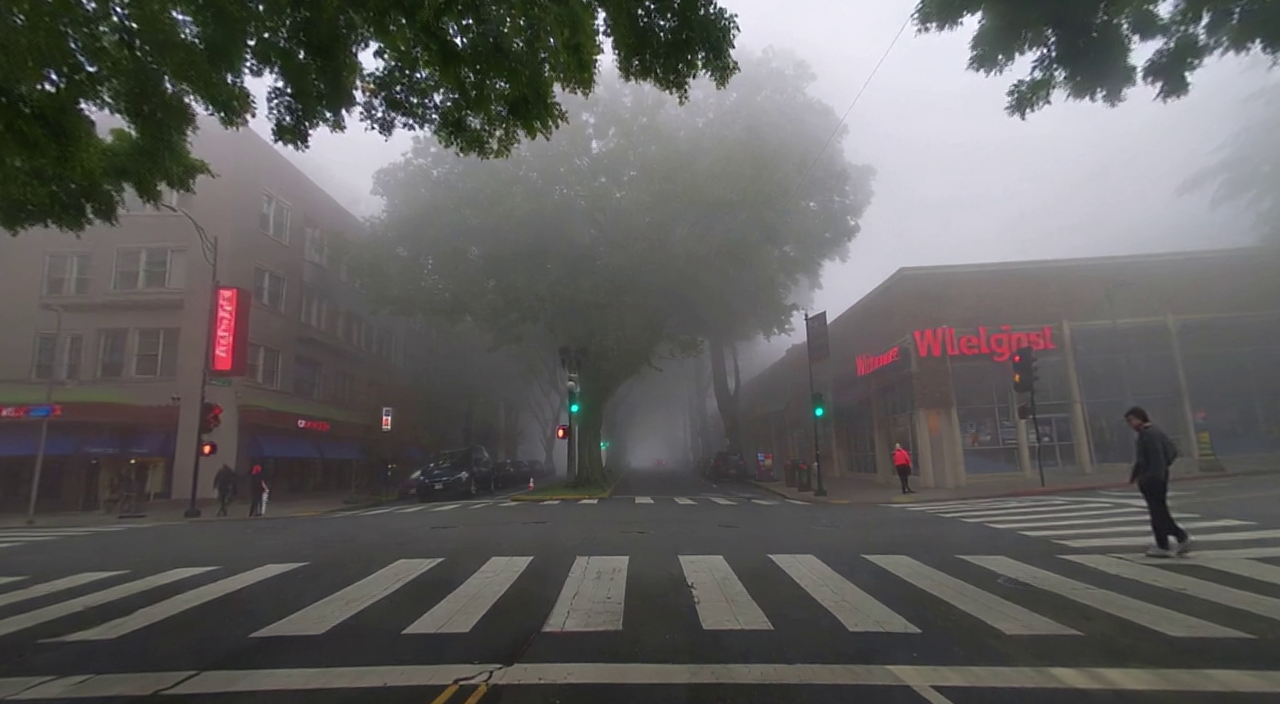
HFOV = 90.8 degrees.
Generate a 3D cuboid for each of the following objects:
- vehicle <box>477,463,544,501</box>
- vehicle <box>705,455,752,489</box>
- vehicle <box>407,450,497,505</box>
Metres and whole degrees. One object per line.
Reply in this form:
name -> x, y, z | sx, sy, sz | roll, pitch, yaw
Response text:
vehicle -> -5.751, 5.828, 28.634 | 1.983, 1.438, 4.559 | 0, -8, 1
vehicle -> 5.199, 7.102, 37.720 | 2.010, 1.844, 4.386 | 0, -8, -2
vehicle -> -8.807, 5.899, 30.319 | 2.489, 2.323, 5.843 | 0, -8, 1
